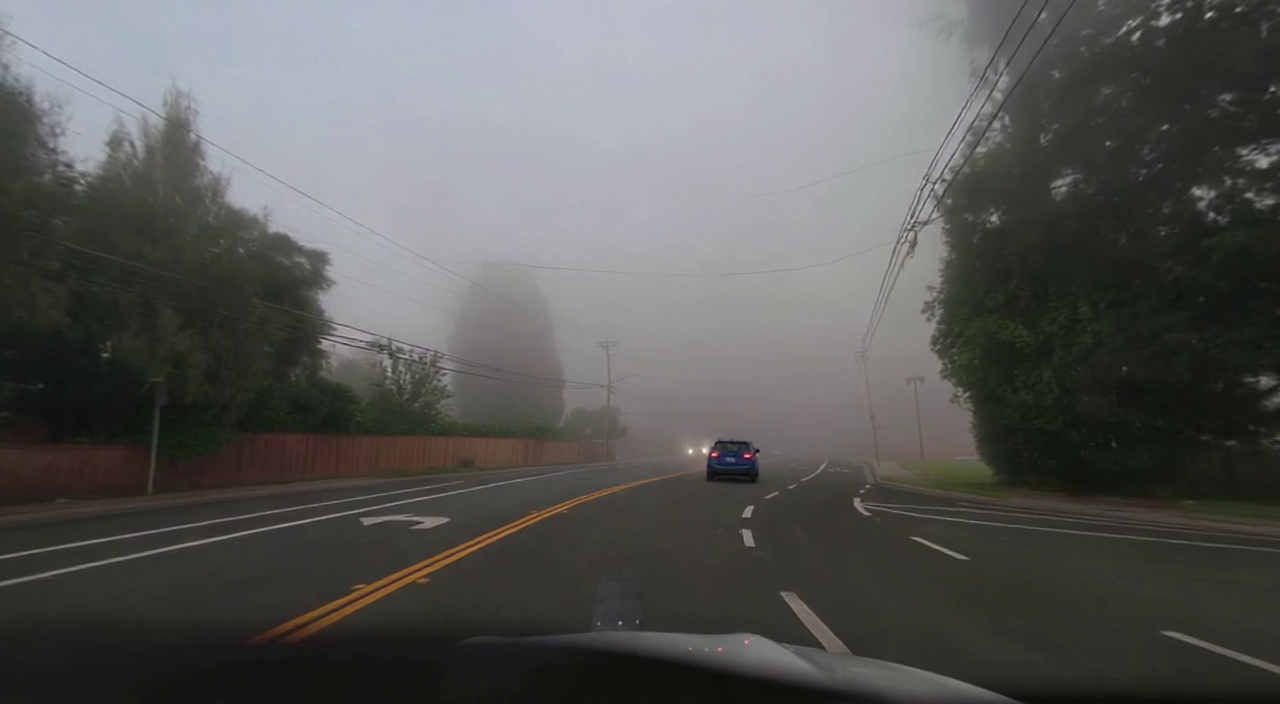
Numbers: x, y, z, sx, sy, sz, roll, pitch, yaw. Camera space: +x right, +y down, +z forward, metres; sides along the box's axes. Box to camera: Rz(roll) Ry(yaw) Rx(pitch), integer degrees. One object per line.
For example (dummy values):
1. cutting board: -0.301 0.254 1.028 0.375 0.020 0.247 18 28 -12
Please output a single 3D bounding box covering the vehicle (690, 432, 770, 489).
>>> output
1. vehicle: 3.085 3.552 20.998 2.139 1.699 3.916 -2 -9 15
